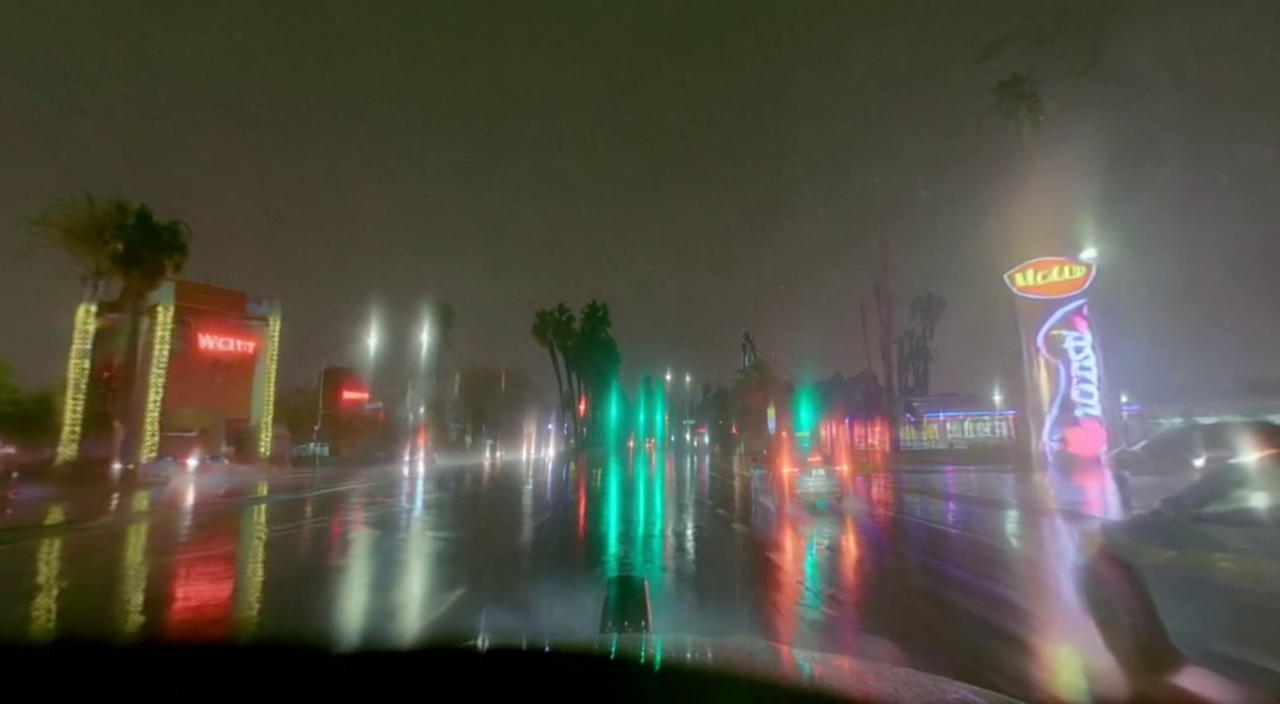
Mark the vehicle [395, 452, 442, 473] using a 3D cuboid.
[{"bbox_3d":[-17.030,8.482,48.600,1.961,1.500,4.291,0,-8,1],"label":"vehicle"}]

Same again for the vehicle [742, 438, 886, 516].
[{"bbox_3d":[3.705,2.736,14.436,1.870,1.467,4.800,0,-8,-1],"label":"vehicle"}]

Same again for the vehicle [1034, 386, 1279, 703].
[{"bbox_3d":[3.619,0.834,2.095,1.931,1.534,4.126,0,-8,0],"label":"vehicle"}]

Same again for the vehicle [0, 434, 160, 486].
[{"bbox_3d":[-30.968,5.940,34.813,7.019,2.687,2.419,-1,-8,4],"label":"vehicle"}]

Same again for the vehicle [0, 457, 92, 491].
[{"bbox_3d":[-29.650,5.908,30.822,1.966,1.430,4.309,0,-9,-4],"label":"vehicle"}]
